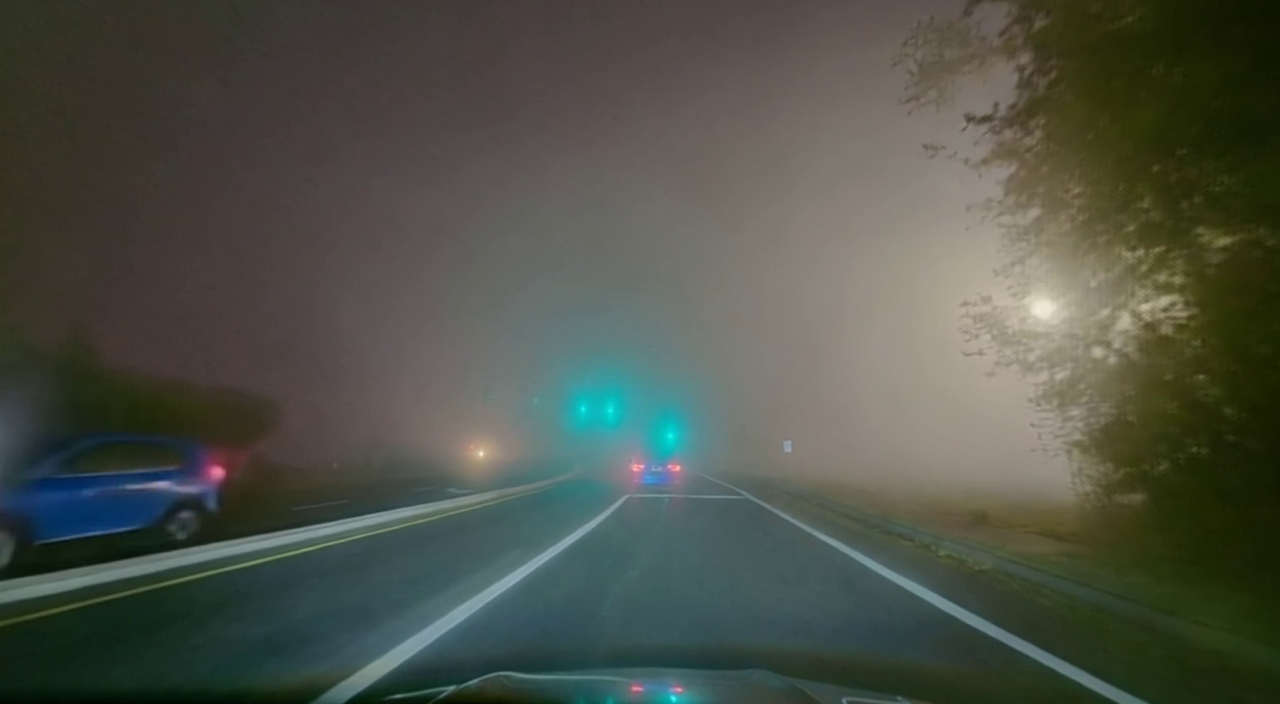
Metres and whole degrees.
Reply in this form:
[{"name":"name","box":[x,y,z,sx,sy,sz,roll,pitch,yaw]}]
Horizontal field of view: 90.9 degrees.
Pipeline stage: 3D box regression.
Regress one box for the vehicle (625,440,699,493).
[{"name":"vehicle","box":[0.604,3.629,20.414,2.148,1.521,4.089,0,-8,-1]}]

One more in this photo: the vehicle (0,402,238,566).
[{"name":"vehicle","box":[-8.553,1.736,8.659,2.150,1.927,5.209,-1,-8,7]}]
